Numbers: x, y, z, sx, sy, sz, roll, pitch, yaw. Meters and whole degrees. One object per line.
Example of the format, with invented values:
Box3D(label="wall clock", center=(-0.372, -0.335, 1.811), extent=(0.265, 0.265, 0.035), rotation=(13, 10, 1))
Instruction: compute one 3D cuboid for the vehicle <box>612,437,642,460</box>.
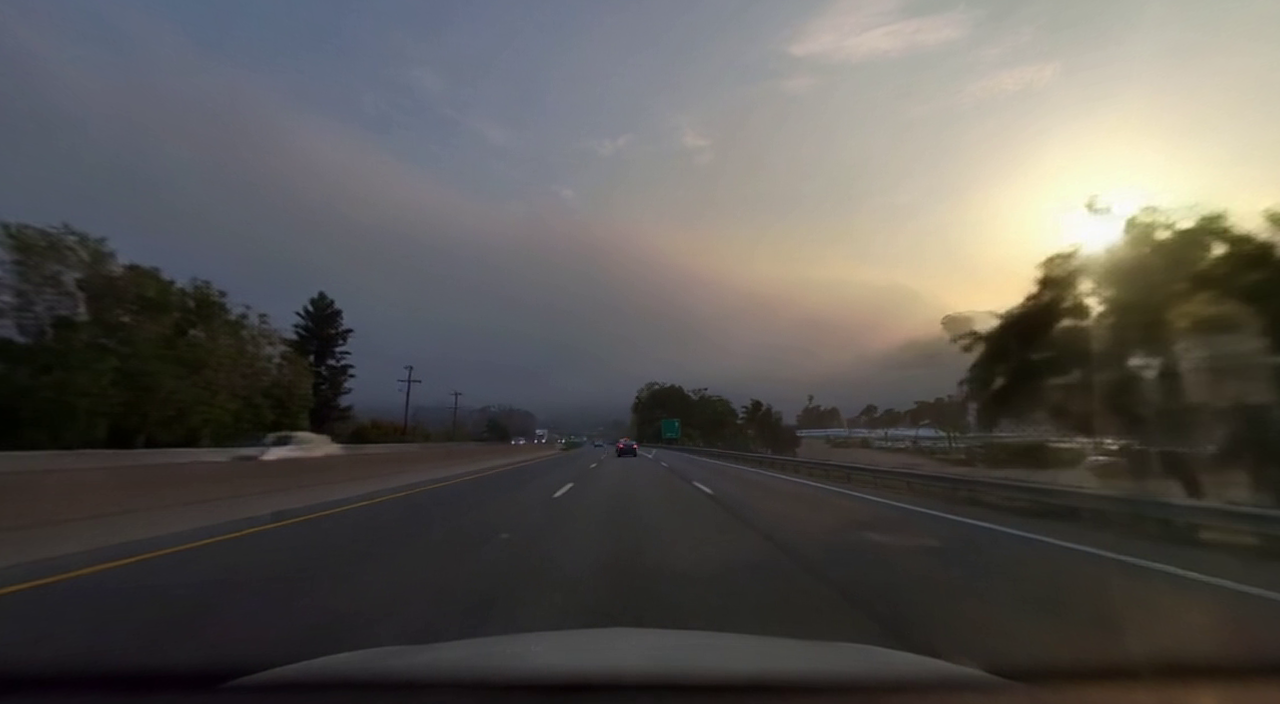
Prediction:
Box3D(label="vehicle", center=(-0.967, 6.883, 45.066), extent=(2.099, 1.504, 3.843), rotation=(0, -8, -2))

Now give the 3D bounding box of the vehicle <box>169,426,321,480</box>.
Box3D(label="vehicle", center=(-12.384, 3.193, 20.209), extent=(1.901, 1.507, 4.711), rotation=(0, -8, -1))
